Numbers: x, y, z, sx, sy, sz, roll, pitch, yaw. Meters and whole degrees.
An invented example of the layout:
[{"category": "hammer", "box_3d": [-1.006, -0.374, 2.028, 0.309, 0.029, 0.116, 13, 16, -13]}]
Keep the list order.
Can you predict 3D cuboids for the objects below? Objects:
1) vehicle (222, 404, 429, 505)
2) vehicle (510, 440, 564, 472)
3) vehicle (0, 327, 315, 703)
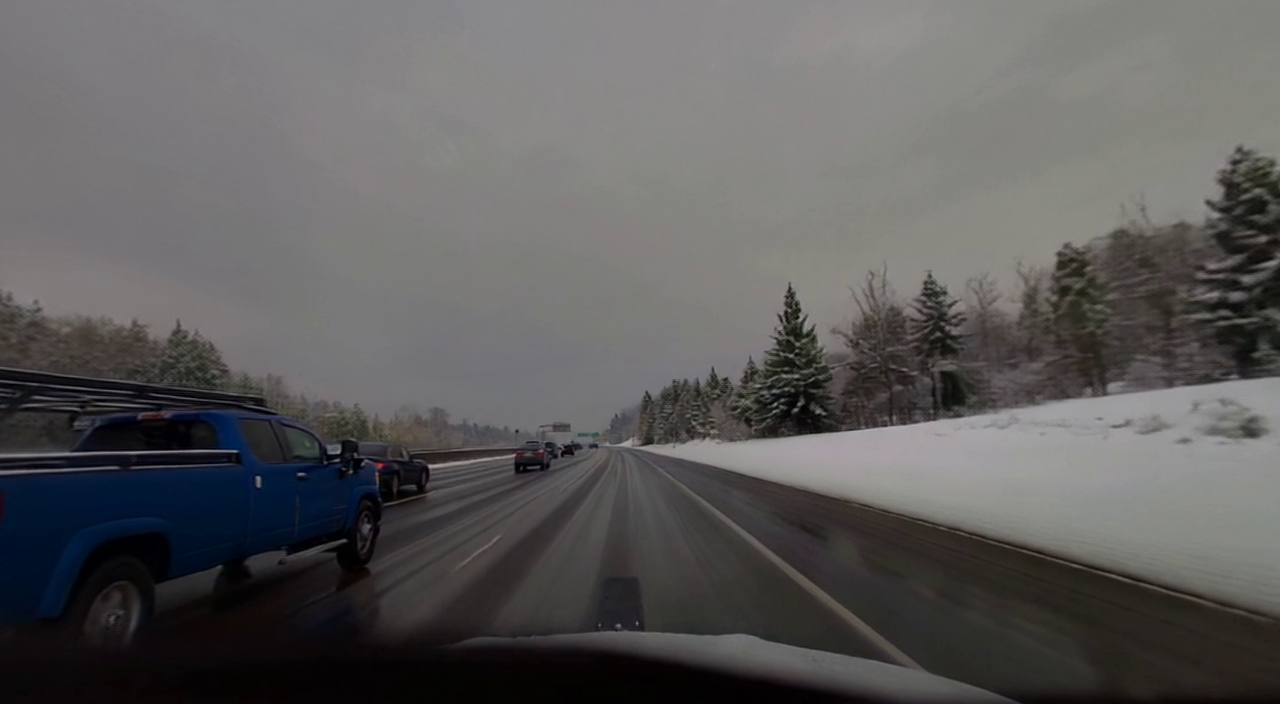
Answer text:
[{"category": "vehicle", "box_3d": [-8.068, 2.749, 17.178, 2.594, 2.254, 6.028, 0, -9, -1]}, {"category": "vehicle", "box_3d": [-5.141, 5.251, 31.948, 2.012, 1.509, 4.359, 0, -9, 0]}, {"category": "vehicle", "box_3d": [-3.899, 0.804, 2.755, 2.200, 1.807, 5.041, 0, -9, 1]}]
